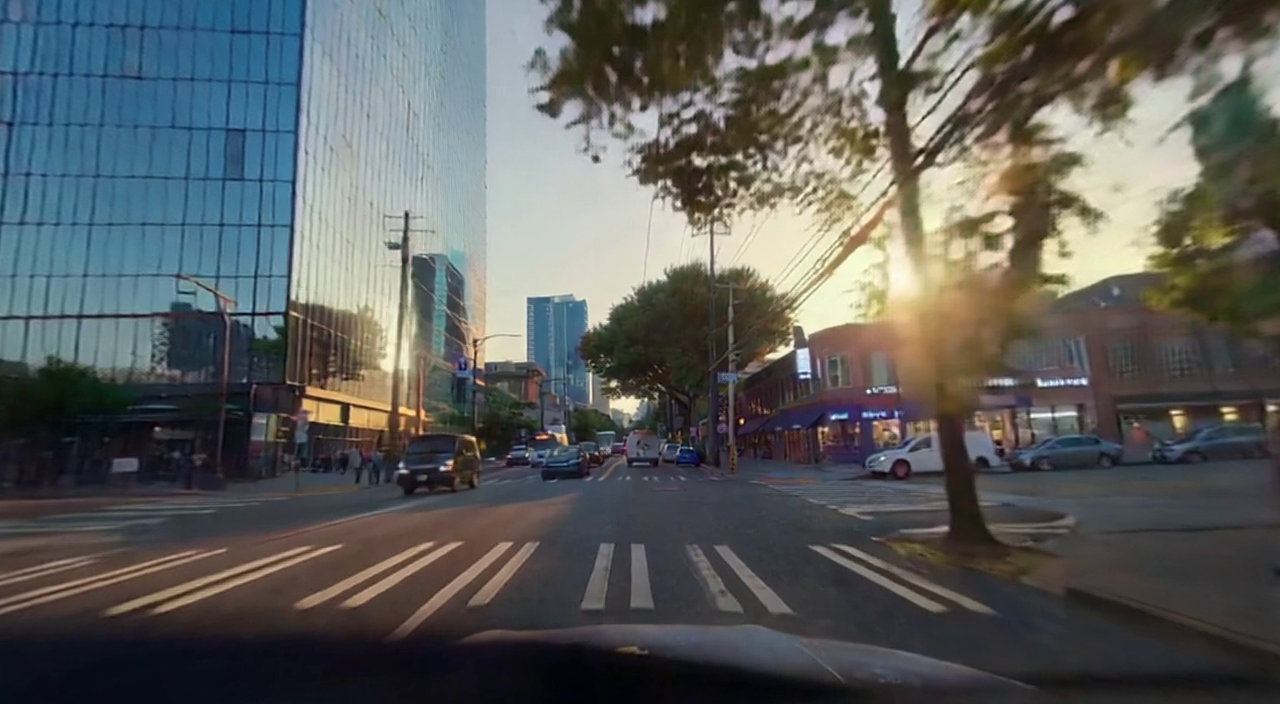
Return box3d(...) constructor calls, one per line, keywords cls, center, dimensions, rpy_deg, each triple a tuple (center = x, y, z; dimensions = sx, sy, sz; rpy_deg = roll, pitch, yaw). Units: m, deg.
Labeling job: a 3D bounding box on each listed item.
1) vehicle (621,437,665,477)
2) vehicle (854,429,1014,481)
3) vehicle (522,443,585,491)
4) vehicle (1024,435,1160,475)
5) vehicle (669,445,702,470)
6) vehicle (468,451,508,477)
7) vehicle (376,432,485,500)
box3d(cls="vehicle", center=(0.095, 5.425, 32.825), dimensions=(2.127, 1.893, 4.194), rpy_deg=(0, -9, -2))
box3d(cls="vehicle", center=(10.928, 3.883, 23.914), dimensions=(4.966, 1.826, 2.209), rpy_deg=(-1, -9, 7))
box3d(cls="vehicle", center=(-3.227, 4.332, 24.297), dimensions=(2.026, 1.616, 4.109), rpy_deg=(-1, -8, -2))
box3d(cls="vehicle", center=(18.868, 4.309, 26.537), dimensions=(4.161, 1.586, 1.992), rpy_deg=(0, -9, -2))
box3d(cls="vehicle", center=(3.150, 7.463, 44.811), dimensions=(1.934, 1.633, 4.271), rpy_deg=(0, -9, -1))
box3d(cls="vehicle", center=(-9.951, 7.353, 41.672), dimensions=(1.847, 1.566, 3.525), rpy_deg=(-2, -9, -1))
box3d(cls="vehicle", center=(-6.719, 3.696, 20.884), dimensions=(2.090, 1.975, 4.657), rpy_deg=(0, -9, -2))
